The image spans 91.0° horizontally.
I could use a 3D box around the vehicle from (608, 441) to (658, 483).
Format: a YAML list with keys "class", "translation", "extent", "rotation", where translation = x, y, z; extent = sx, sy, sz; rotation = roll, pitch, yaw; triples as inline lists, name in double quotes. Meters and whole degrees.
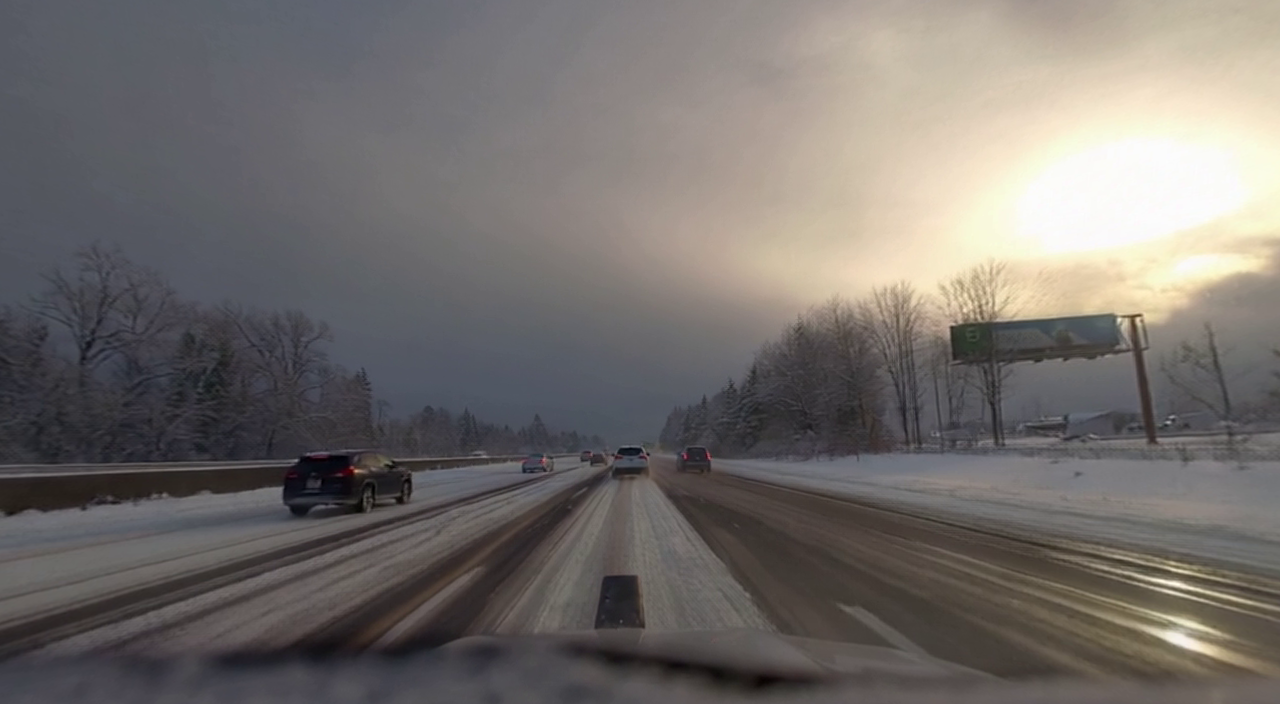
- class: "vehicle"
  translation: [-0.311, 4.998, 28.994]
  extent: [2.127, 1.749, 4.776]
  rotation: [0, -9, 0]

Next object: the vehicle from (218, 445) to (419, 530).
- class: "vehicle"
  translation: [-6.656, 2.816, 13.807]
  extent: [1.918, 1.509, 4.736]
  rotation: [0, -9, 0]

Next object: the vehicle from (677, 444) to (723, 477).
- class: "vehicle"
  translation: [3.251, 5.962, 34.859]
  extent: [1.925, 1.716, 4.378]
  rotation: [0, -9, -2]

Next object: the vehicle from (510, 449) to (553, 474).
- class: "vehicle"
  translation: [-6.893, 7.033, 40.556]
  extent: [1.892, 1.468, 4.792]
  rotation: [0, -9, 0]
